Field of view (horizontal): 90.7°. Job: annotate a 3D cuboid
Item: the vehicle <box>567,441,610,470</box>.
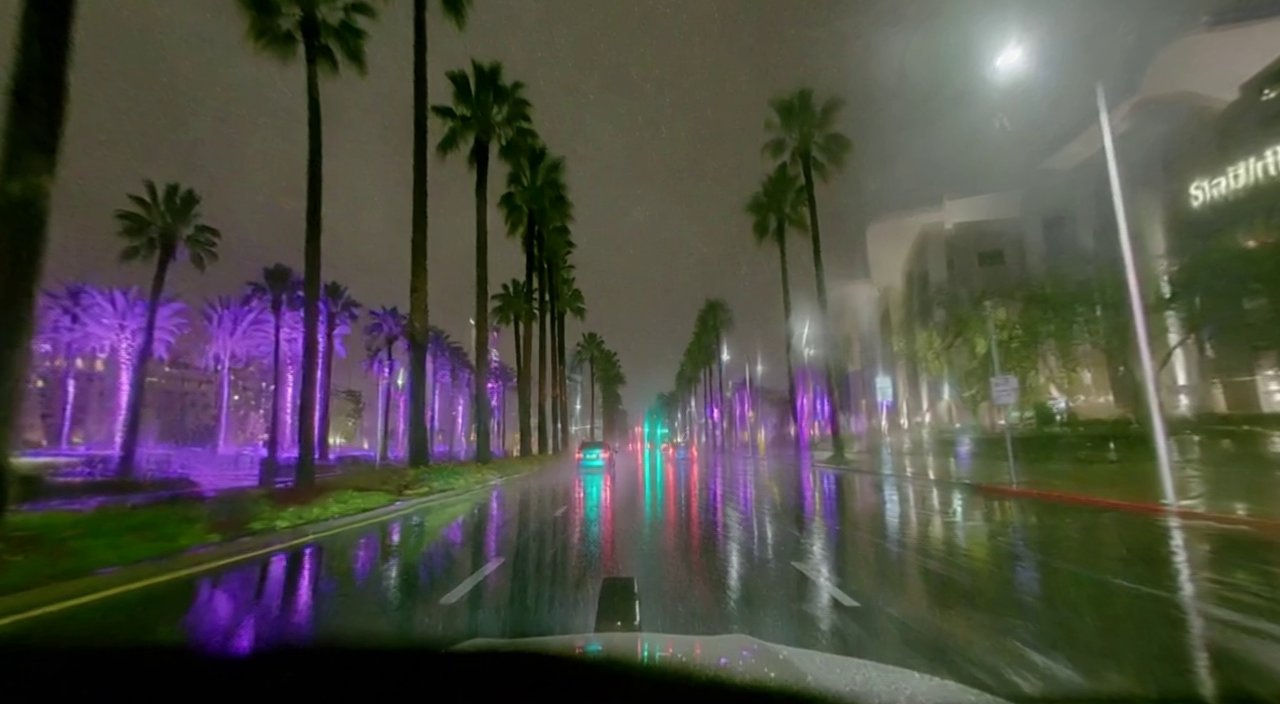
[{"bbox_3d":[-3.059,6.275,38.492,2.160,1.615,4.117,-1,-9,2],"label":"vehicle"}]
